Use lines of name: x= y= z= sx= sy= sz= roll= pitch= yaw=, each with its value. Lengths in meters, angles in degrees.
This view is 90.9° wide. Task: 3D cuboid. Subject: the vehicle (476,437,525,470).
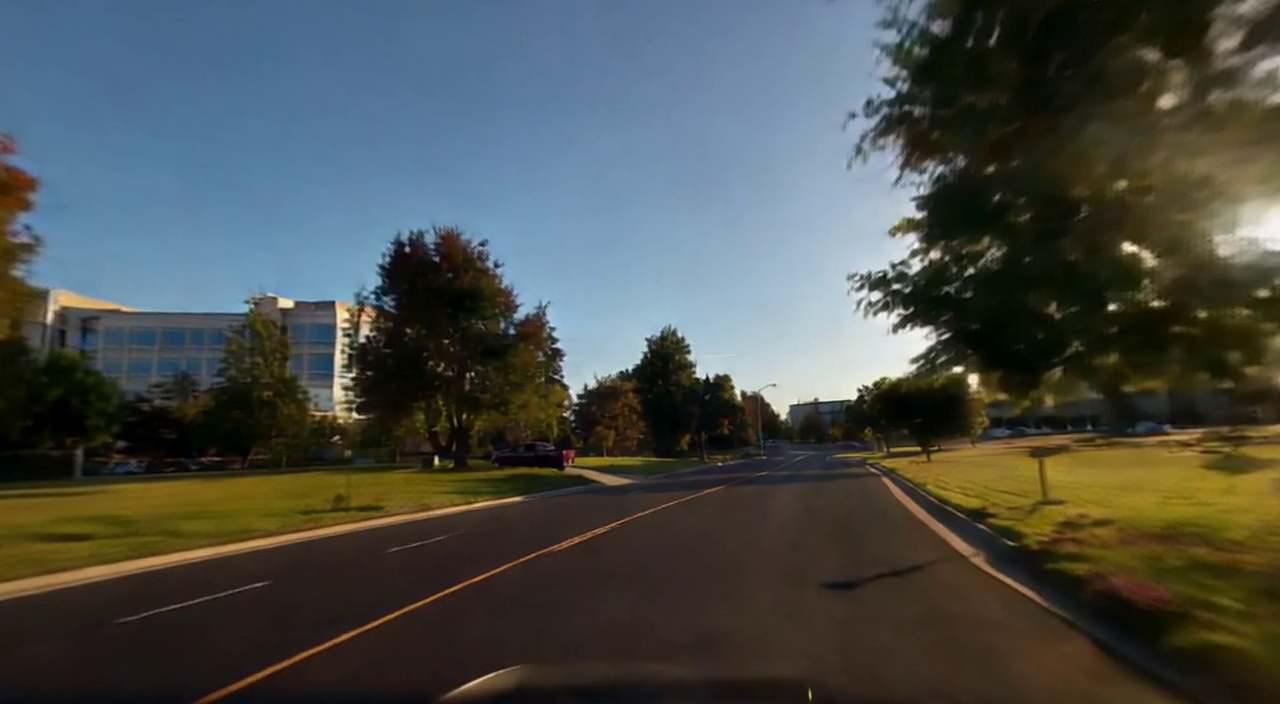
vehicle: x=-8.089 y=5.805 z=36.323 sx=2.192 sy=1.740 sz=4.521 roll=3 pitch=-9 yaw=-19

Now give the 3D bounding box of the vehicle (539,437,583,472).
vehicle: x=-4.487 y=5.764 z=35.454 sx=2.244 sy=1.796 sz=5.170 roll=1 pitch=-9 yaw=-8
